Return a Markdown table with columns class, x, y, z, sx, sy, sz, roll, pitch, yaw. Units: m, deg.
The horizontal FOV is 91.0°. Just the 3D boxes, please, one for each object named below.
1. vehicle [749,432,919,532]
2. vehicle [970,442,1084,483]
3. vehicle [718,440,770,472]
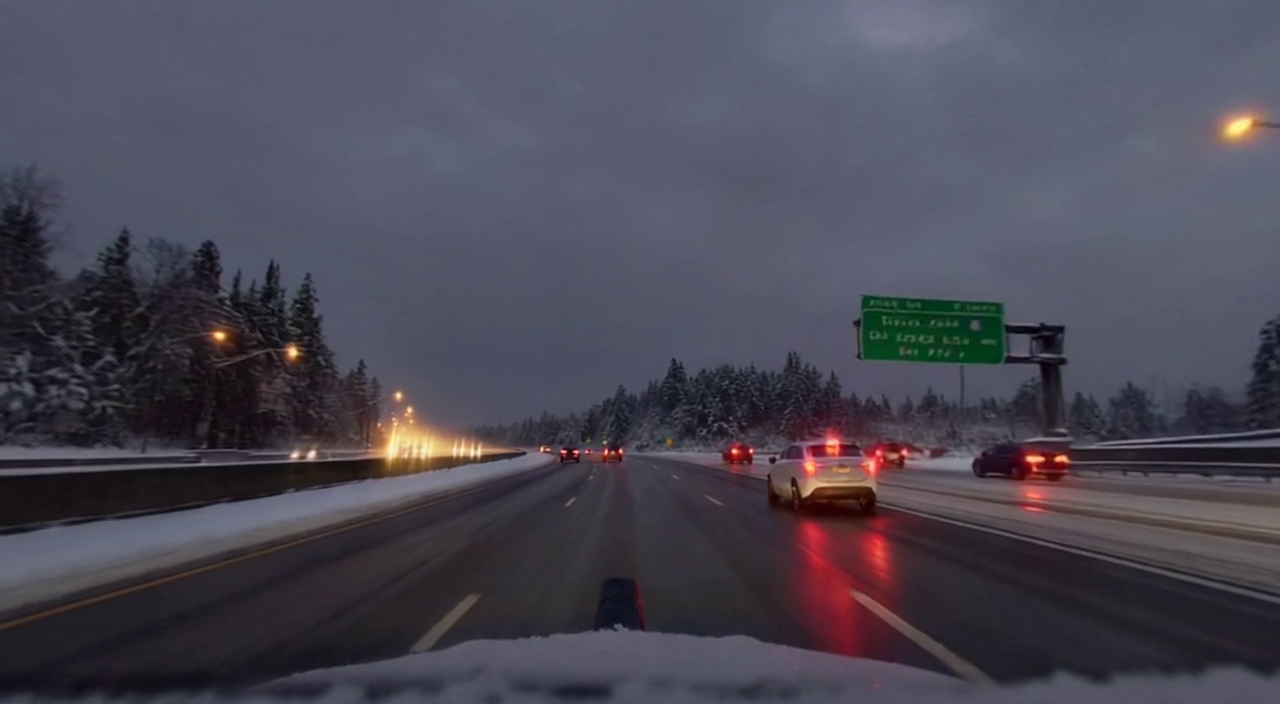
| class | x | y | z | sx | sy | sz | roll | pitch | yaw |
| --- | --- | --- | --- | --- | --- | --- | --- | --- | --- |
| vehicle | 3.411 | 2.360 | 11.942 | 1.975 | 1.562 | 3.823 | 0 | -9 | 0 |
| vehicle | 15.454 | 4.423 | 25.491 | 1.878 | 1.486 | 4.636 | -1 | -9 | 4 |
| vehicle | 6.224 | 6.287 | 38.378 | 2.167 | 1.793 | 4.683 | 0 | -9 | -3 |
